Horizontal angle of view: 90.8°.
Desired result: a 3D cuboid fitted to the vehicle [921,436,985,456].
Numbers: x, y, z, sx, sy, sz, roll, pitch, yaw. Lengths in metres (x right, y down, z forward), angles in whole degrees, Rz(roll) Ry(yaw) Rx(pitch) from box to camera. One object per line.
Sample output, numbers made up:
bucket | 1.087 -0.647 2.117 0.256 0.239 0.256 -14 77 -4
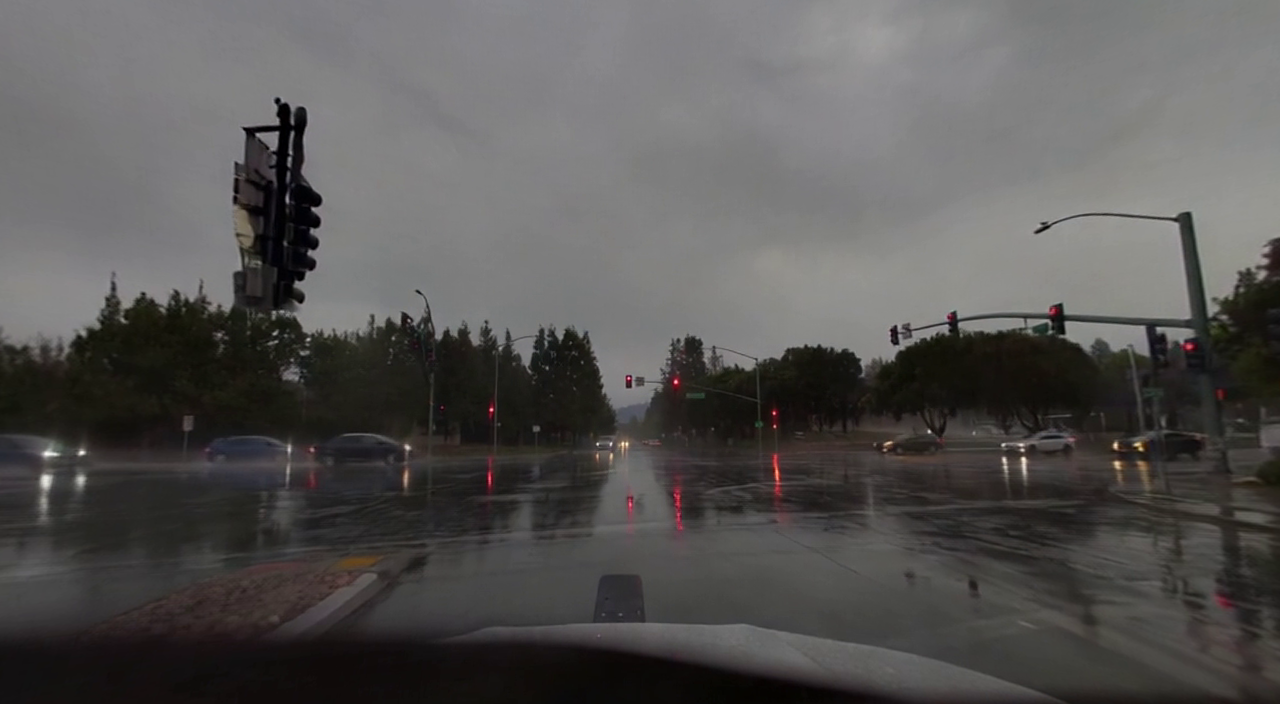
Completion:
vehicle | 24.095 7.220 48.585 4.352 1.456 1.794 3 -9 -19

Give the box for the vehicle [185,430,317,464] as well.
vehicle | -17.836 4.411 29.310 4.912 1.485 1.922 4 -9 -24

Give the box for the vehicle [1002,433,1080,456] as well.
vehicle | 27.868 6.444 43.899 4.481 1.561 2.001 3 -9 -16

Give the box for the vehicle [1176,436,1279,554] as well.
vehicle | 9.234 1.759 7.265 1.993 1.505 4.721 3 -9 -1

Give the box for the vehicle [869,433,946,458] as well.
vehicle | 16.676 5.857 39.358 4.516 1.468 1.962 4 -10 -27

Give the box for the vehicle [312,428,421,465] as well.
vehicle | -12.382 4.289 28.680 4.331 1.544 1.896 4 -9 -26

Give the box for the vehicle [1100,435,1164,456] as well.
vehicle | 36.775 6.998 47.227 4.533 1.471 1.772 4 -9 -24

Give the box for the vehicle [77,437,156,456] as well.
vehicle | -40.559 7.327 48.992 4.345 1.426 1.722 1 -9 -8
